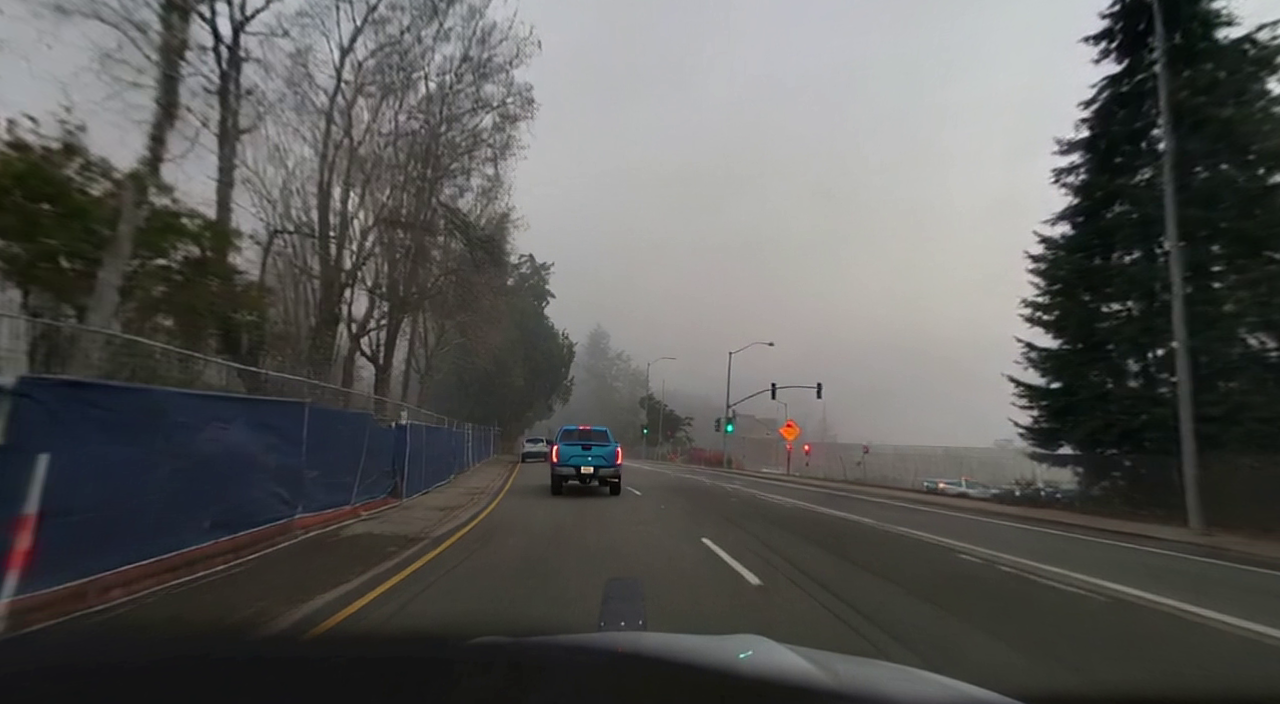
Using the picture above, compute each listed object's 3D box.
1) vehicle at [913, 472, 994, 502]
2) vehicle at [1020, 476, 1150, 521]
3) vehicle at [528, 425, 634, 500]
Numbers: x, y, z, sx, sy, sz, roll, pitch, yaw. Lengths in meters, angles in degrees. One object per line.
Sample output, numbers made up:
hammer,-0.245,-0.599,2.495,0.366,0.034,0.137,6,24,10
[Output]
vehicle,17.851,7.711,36.129,1.808,1.467,4.360,3,-10,-11
vehicle,19.100,6.290,27.383,1.884,1.622,4.485,3,-10,-10
vehicle,-1.565,2.935,17.243,2.436,1.698,5.322,0,-8,-4
